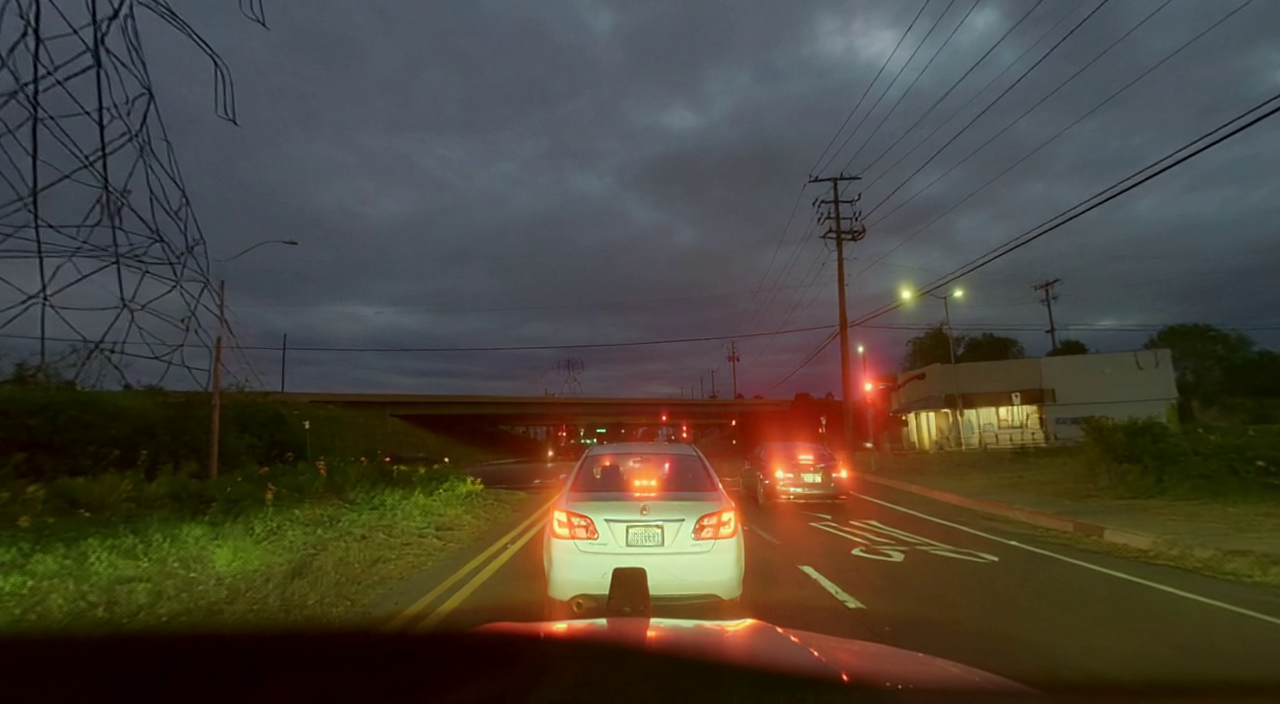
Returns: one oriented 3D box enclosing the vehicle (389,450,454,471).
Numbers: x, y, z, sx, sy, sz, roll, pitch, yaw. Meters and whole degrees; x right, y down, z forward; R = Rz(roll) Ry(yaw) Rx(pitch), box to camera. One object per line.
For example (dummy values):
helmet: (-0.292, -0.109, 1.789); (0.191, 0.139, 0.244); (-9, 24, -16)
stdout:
vehicle: (-17.199, 8.503, 49.773); (1.808, 1.539, 4.600); (-7, -11, 38)

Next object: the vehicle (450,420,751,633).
vehicle: (-0.242, 1.525, 6.470); (2.090, 1.458, 4.033); (-1, -9, 1)
